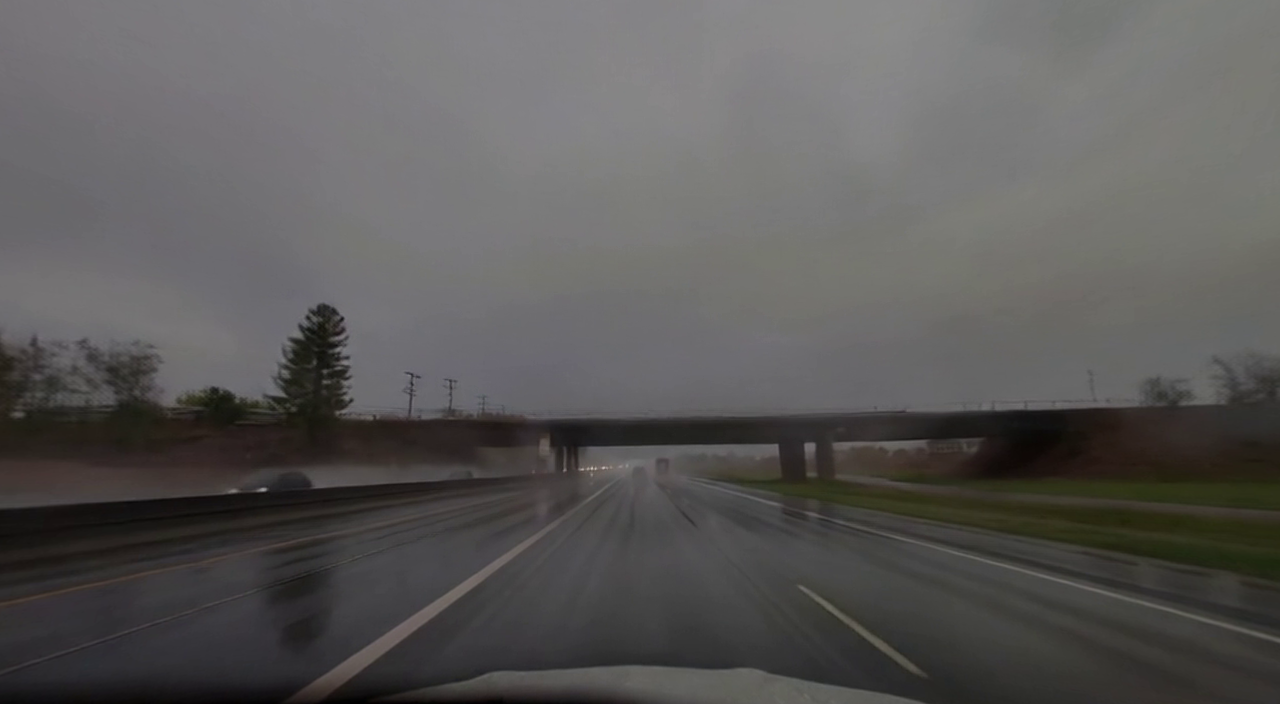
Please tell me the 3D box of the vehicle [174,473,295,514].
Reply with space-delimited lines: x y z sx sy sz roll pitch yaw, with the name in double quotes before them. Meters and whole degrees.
"vehicle" -16.043 5.598 25.281 1.830 1.447 4.543 1 -11 0
